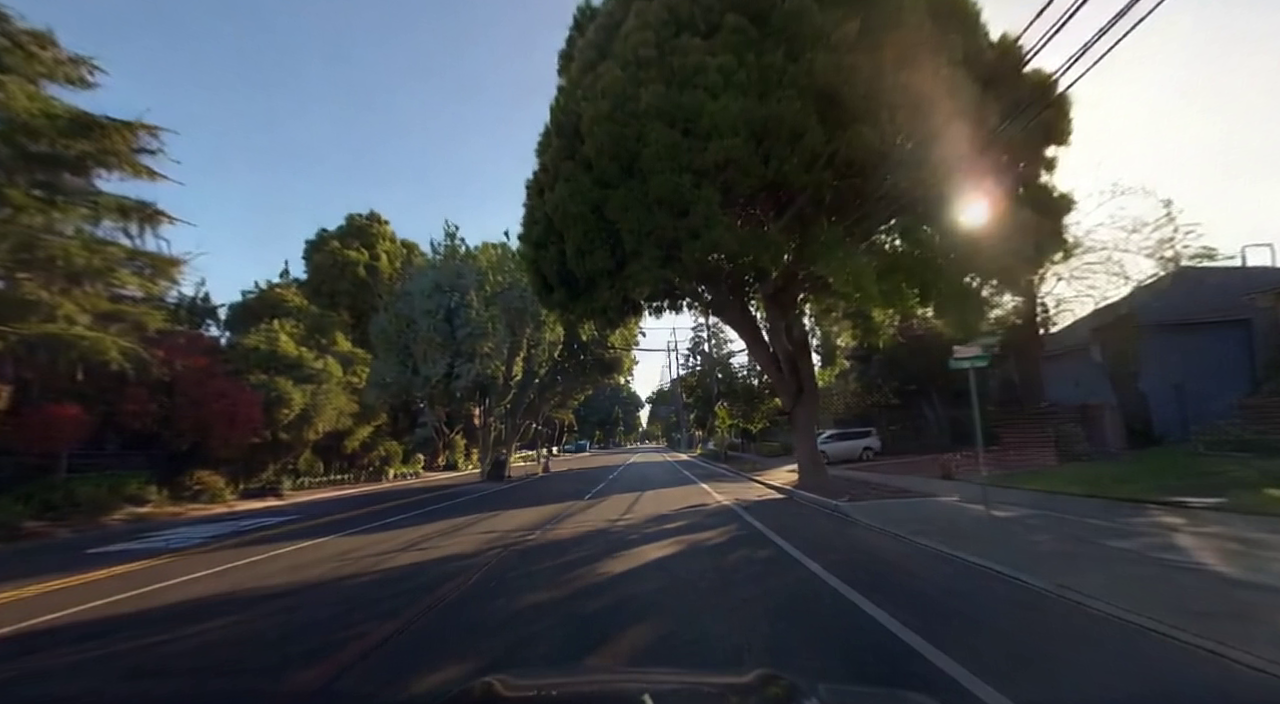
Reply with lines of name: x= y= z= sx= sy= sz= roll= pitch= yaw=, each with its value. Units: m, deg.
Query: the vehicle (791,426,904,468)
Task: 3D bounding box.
vehicle: x=9.502 y=4.406 z=29.211 sx=4.494 sy=1.850 sz=2.027 roll=0 pitch=-9 yaw=0
